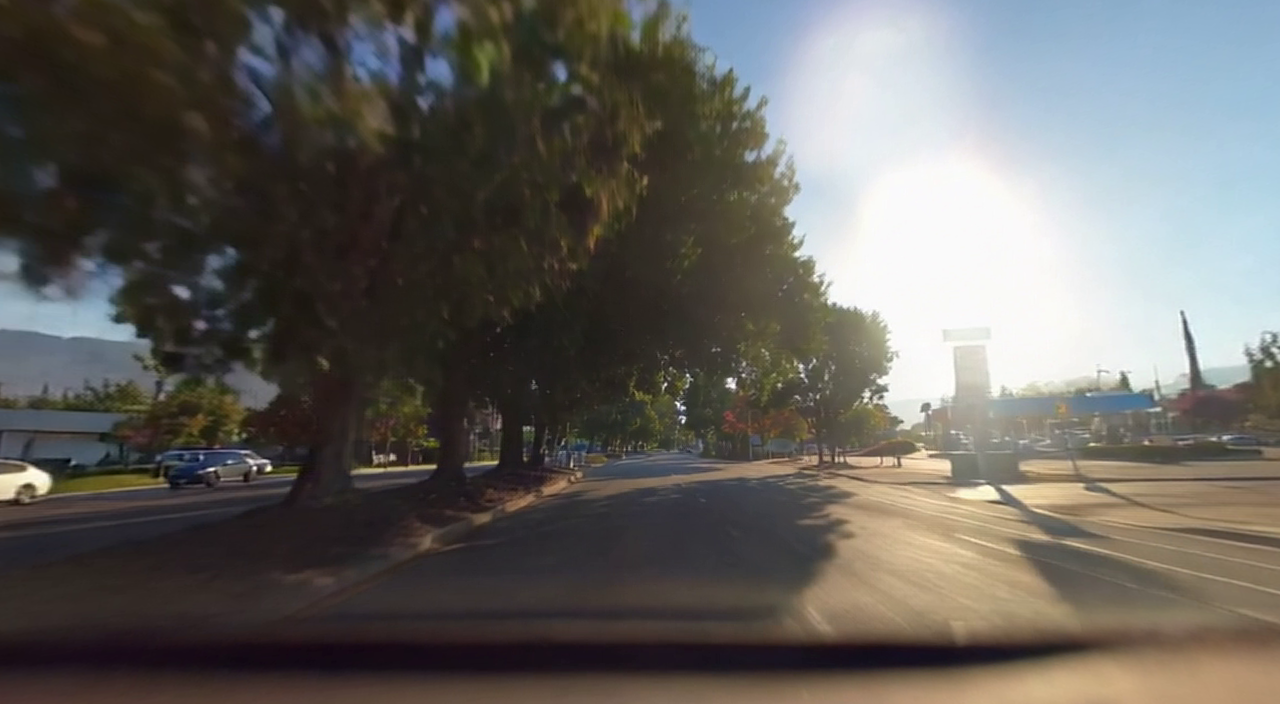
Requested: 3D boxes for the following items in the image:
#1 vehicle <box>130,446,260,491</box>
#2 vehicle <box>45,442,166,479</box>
[{"bbox_3d":[-19.206,5.024,27.638,1.906,1.744,5.165,0,-9,0],"label":"vehicle"},{"bbox_3d":[-27.025,5.482,32.055,4.294,1.763,1.929,0,-9,-1],"label":"vehicle"}]
